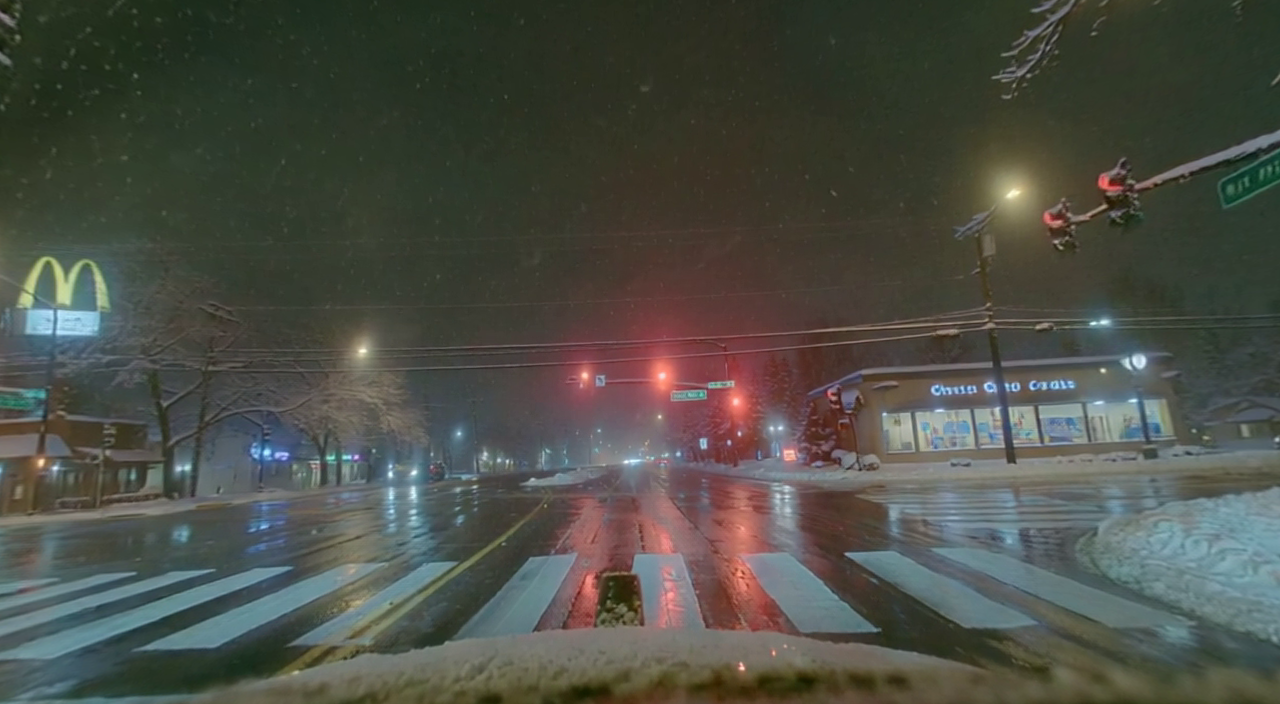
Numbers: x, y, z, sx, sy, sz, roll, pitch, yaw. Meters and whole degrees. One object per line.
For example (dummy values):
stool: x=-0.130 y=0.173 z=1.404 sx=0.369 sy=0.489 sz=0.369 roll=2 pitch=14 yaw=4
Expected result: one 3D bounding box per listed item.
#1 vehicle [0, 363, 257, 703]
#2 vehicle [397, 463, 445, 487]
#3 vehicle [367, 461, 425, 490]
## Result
vehicle: x=-3.410 y=0.739 z=1.412 sx=2.081 sy=1.644 sz=4.523 roll=0 pitch=-9 yaw=3
vehicle: x=-15.742 y=8.827 z=45.417 sx=1.931 sy=1.471 sz=4.152 roll=0 pitch=-9 yaw=1
vehicle: x=-19.210 y=9.708 z=49.826 sx=2.227 sy=2.033 sz=5.614 roll=0 pitch=-9 yaw=1
